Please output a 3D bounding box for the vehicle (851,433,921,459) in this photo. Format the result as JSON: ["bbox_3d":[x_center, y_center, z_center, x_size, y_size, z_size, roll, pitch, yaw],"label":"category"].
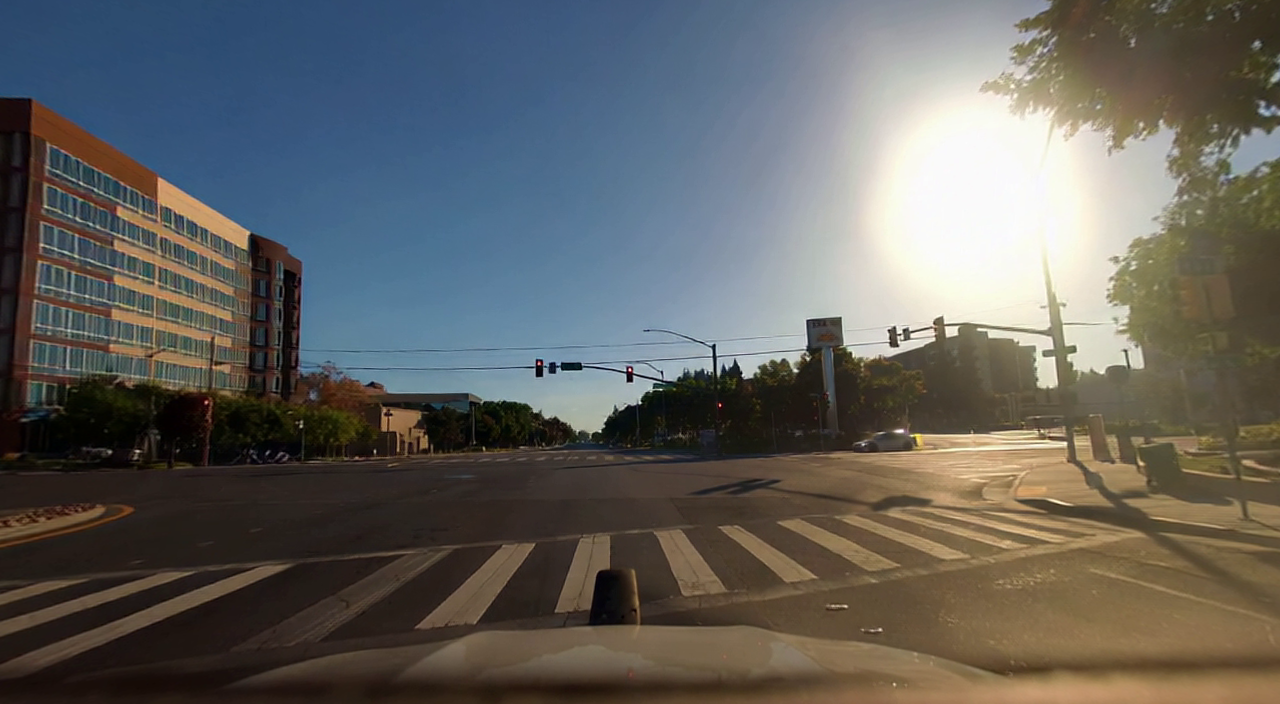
[{"bbox_3d":[17.632,6.747,45.235,4.600,1.783,1.970,4,-10,-26],"label":"vehicle"}]
